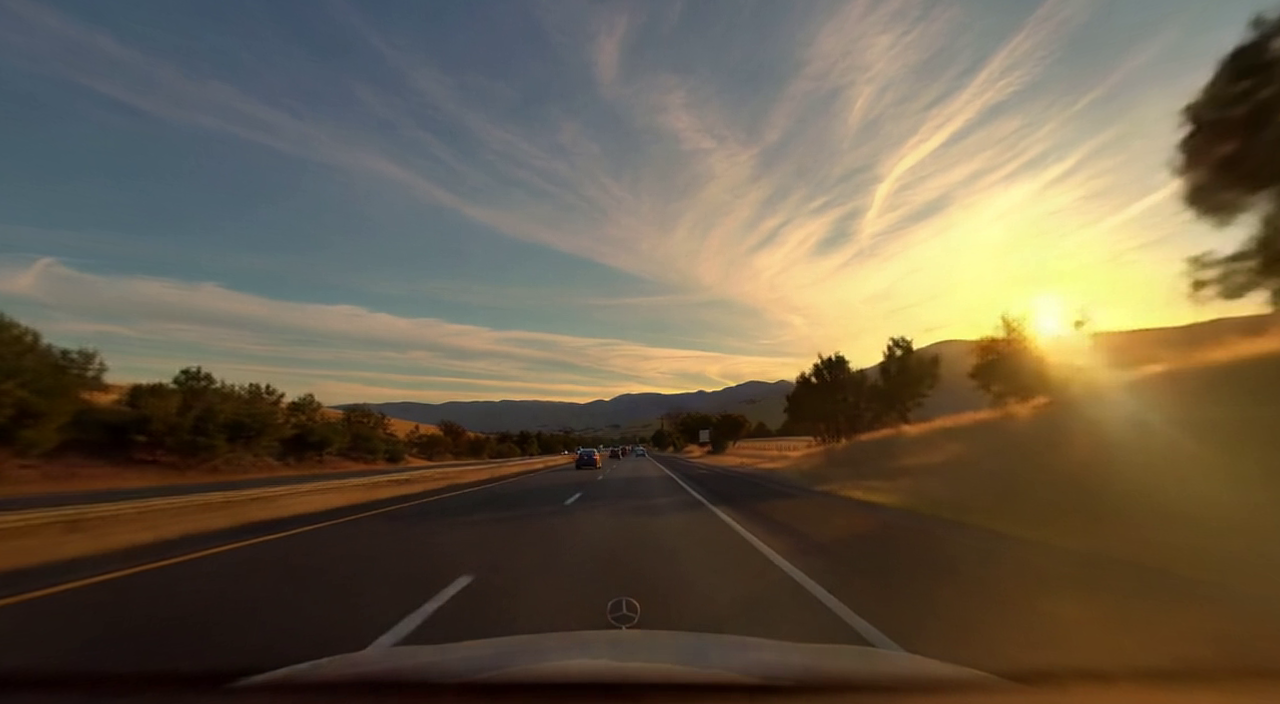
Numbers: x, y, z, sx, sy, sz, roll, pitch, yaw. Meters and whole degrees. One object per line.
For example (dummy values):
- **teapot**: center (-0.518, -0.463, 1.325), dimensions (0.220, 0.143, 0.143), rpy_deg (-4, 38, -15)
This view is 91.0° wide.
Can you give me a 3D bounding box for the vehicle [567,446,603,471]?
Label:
- **vehicle**: center (-3.950, 7.749, 45.809), dimensions (2.132, 1.701, 4.303), rpy_deg (0, -9, 1)
